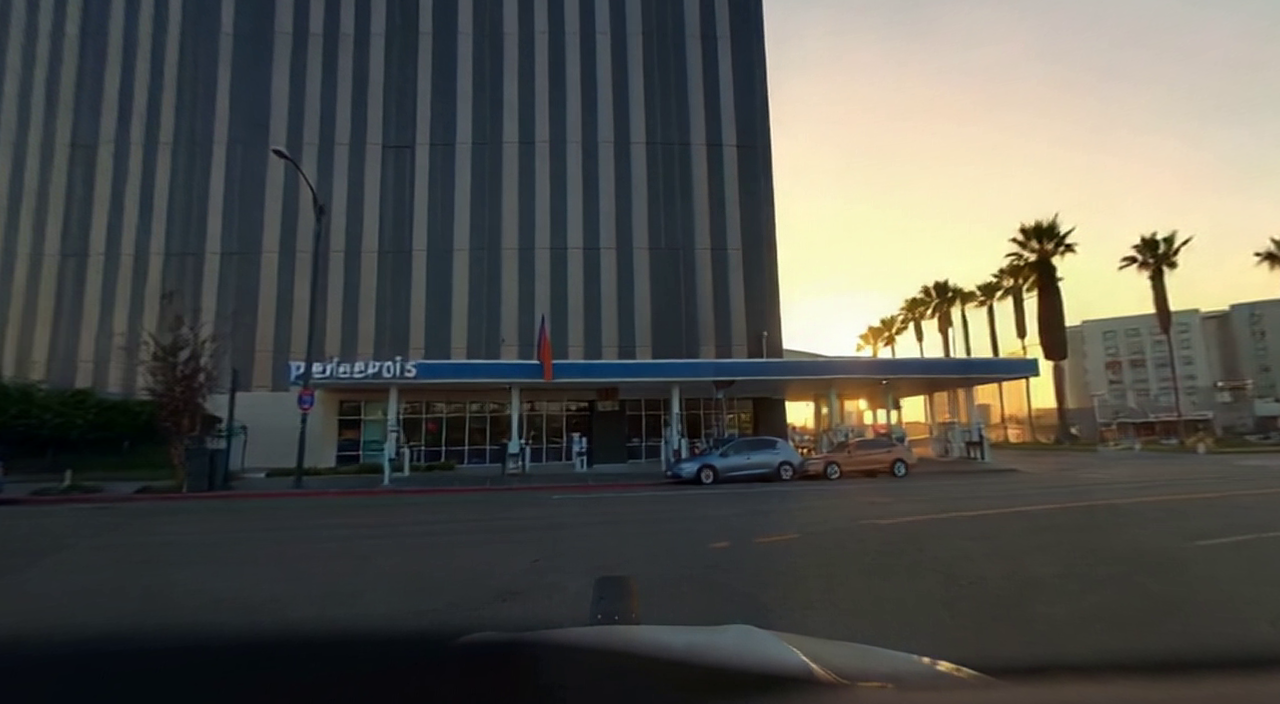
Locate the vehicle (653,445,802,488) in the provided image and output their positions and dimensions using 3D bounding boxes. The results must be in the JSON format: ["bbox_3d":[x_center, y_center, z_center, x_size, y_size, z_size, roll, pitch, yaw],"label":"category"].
[{"bbox_3d":[3.015,3.908,21.840,4.782,1.371,1.763,3,-9,-18],"label":"vehicle"}]

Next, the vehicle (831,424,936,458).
[{"bbox_3d":[17.760,6.484,46.148,7.026,2.329,2.545,3,-7,-17],"label":"vehicle"}]

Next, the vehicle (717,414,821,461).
[{"bbox_3d":[7.533,5.021,36.901,5.524,2.504,2.196,4,-8,-14],"label":"vehicle"}]
